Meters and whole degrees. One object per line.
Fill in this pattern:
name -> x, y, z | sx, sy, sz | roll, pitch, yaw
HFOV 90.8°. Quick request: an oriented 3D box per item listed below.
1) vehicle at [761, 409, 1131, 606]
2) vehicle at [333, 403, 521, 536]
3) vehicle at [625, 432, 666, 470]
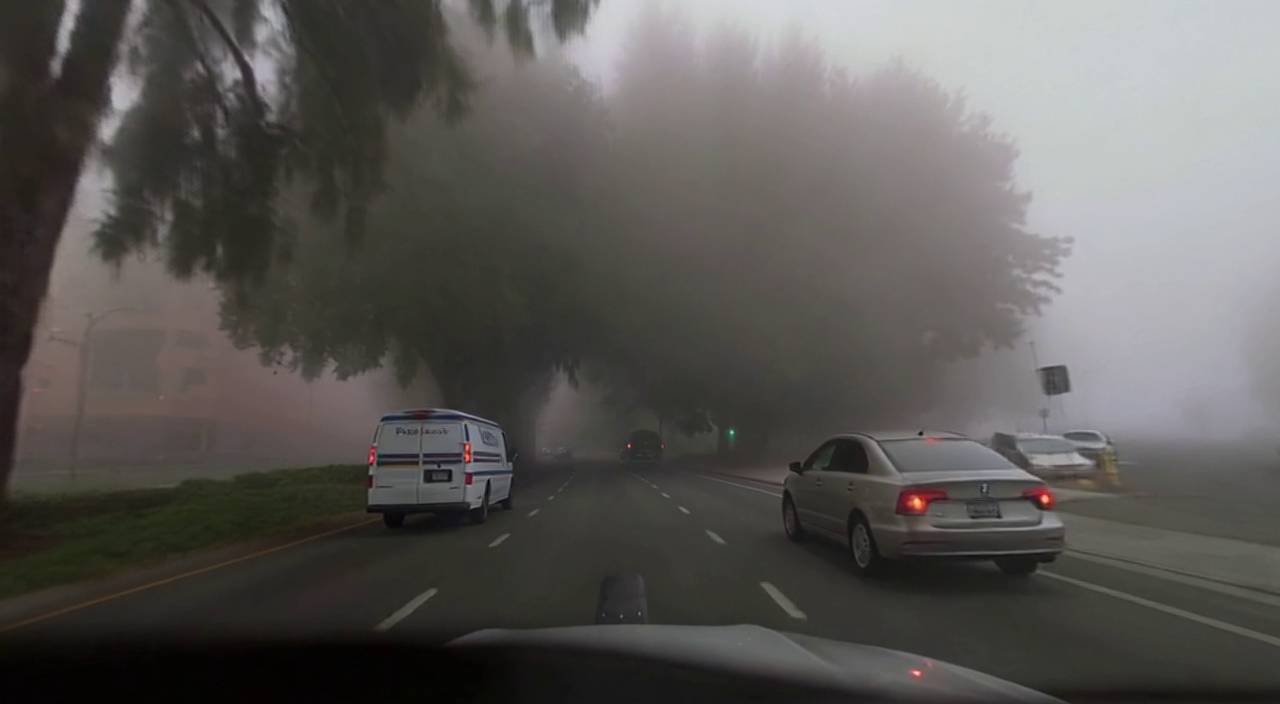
vehicle -> 3.078, 1.689, 7.789 | 2.087, 1.658, 4.612 | 0, -9, -2
vehicle -> -4.041, 2.330, 13.054 | 2.420, 2.227, 4.499 | 0, -9, -2
vehicle -> 0.319, 7.080, 45.299 | 2.397, 2.566, 5.324 | 1, -9, -6
